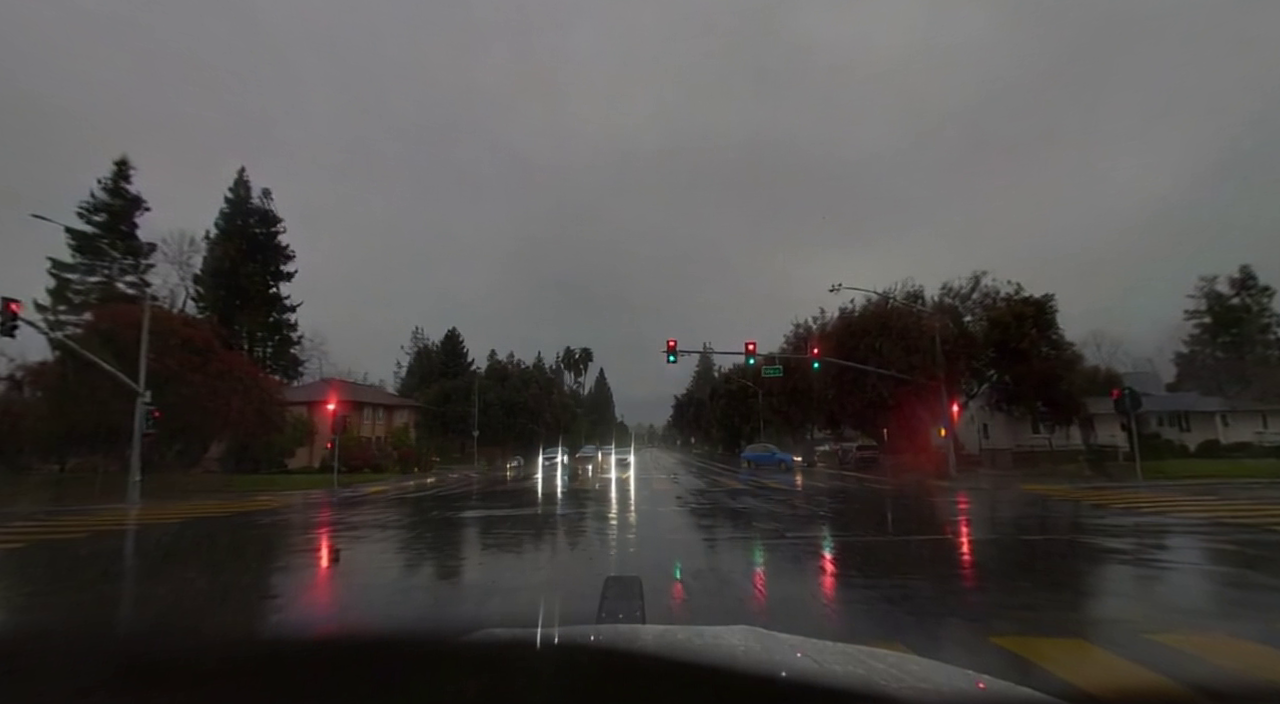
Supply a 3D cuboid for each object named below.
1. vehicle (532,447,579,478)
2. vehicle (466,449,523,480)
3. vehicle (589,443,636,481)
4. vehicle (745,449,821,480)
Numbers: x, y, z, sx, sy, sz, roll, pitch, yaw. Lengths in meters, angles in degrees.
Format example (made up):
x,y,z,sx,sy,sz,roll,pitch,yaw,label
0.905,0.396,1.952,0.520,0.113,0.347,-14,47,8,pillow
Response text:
x,y,z,sx,sy,sz,roll,pitch,yaw,label
-4.861,6.427,37.103,2.091,1.707,4.157,0,-9,1,vehicle
-8.280,6.440,36.468,2.028,1.654,5.027,0,-9,1,vehicle
-1.509,5.924,34.424,2.355,1.868,5.125,0,-9,-2,vehicle
7.399,5.731,32.492,2.046,1.491,4.118,-8,-12,41,vehicle
